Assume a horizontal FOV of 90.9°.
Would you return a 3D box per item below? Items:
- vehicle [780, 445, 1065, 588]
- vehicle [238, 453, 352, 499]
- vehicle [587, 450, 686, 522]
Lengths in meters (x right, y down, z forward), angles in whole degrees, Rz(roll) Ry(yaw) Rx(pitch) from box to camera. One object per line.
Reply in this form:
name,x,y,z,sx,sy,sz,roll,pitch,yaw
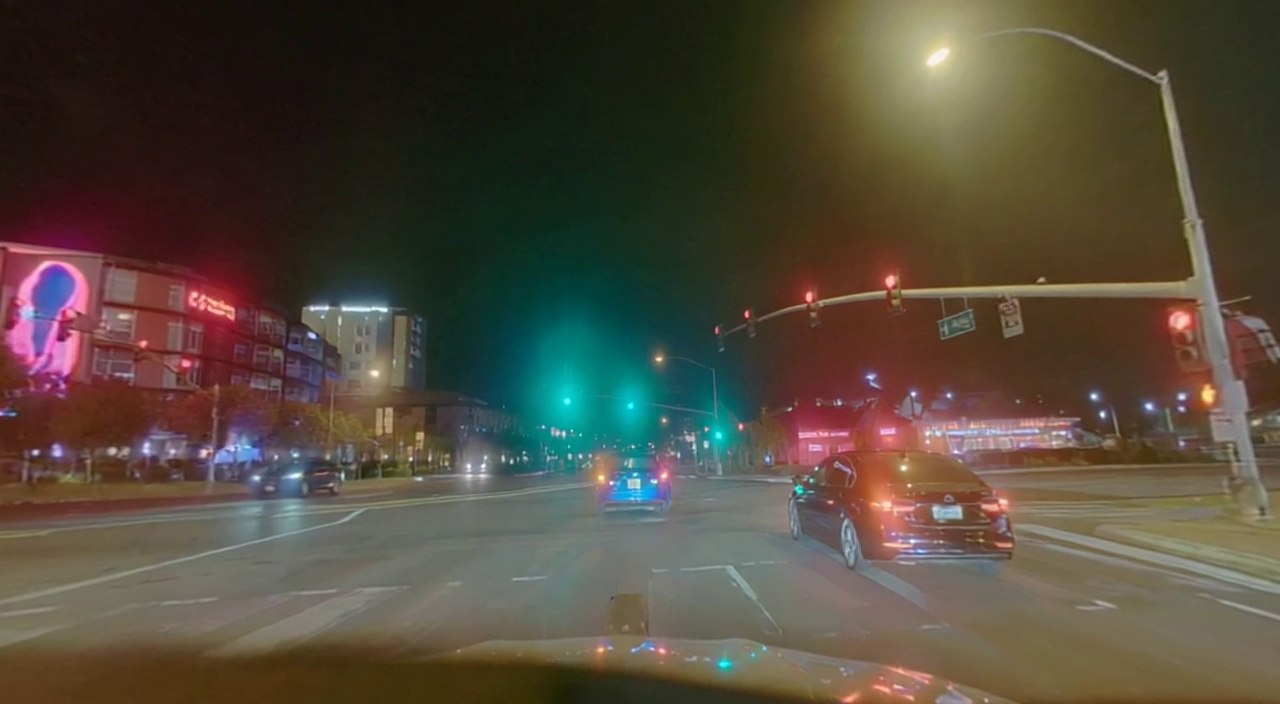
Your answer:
vehicle,3.347,1.984,8.522,1.860,1.430,4.089,0,-8,-1
vehicle,-14.980,5.372,27.781,2.126,1.782,4.880,0,-8,2
vehicle,-0.086,3.173,15.469,2.094,1.481,4.078,0,-8,0
